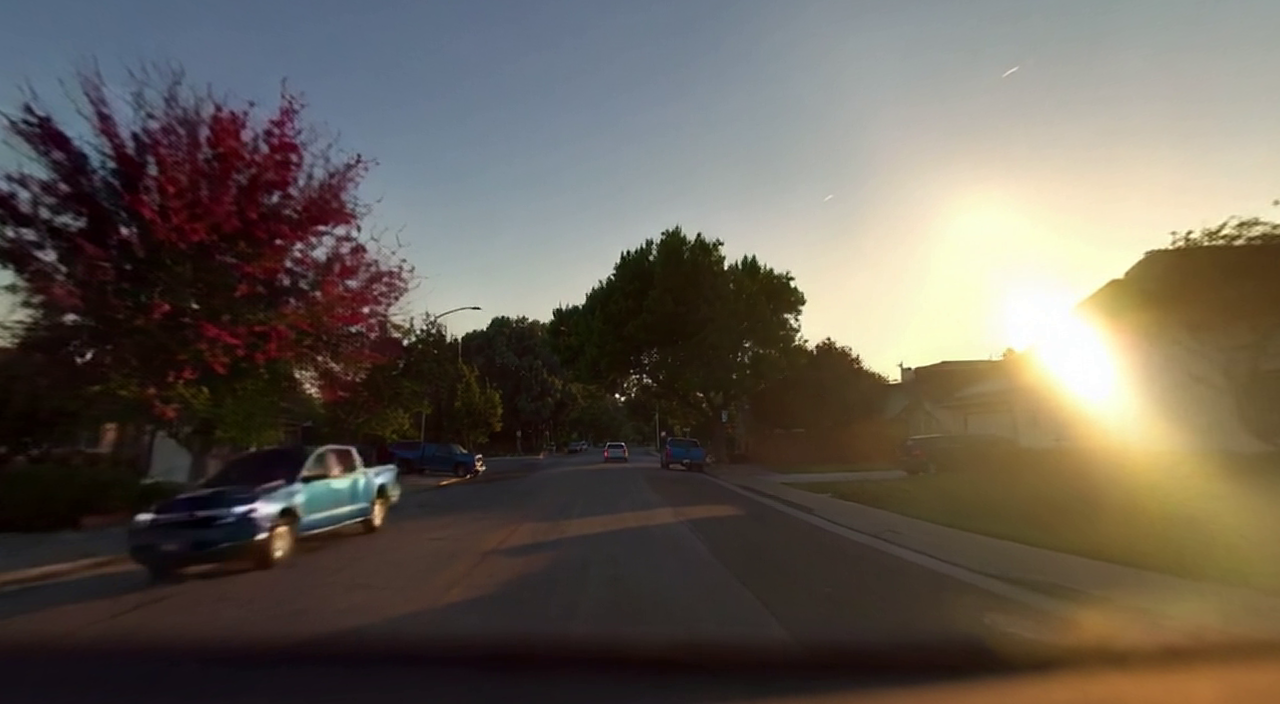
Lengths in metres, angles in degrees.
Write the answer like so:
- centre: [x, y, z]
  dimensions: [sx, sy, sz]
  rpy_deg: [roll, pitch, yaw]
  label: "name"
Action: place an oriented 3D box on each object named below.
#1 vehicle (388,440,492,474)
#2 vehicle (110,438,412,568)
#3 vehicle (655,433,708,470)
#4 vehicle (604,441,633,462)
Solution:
- centre: [-10.777, 5.676, 34.304]
  dimensions: [4.947, 1.769, 2.023]
  rpy_deg: [0, -8, 0]
  label: "vehicle"
- centre: [-5.263, 2.101, 9.641]
  dimensions: [1.926, 1.513, 4.236]
  rpy_deg: [0, -8, 1]
  label: "vehicle"
- centre: [2.224, 5.579, 35.557]
  dimensions: [2.394, 1.901, 5.759]
  rpy_deg: [0, -8, -2]
  label: "vehicle"
- centre: [-1.595, 7.456, 47.398]
  dimensions: [2.064, 1.477, 3.968]
  rpy_deg: [0, -8, -1]
  label: "vehicle"
